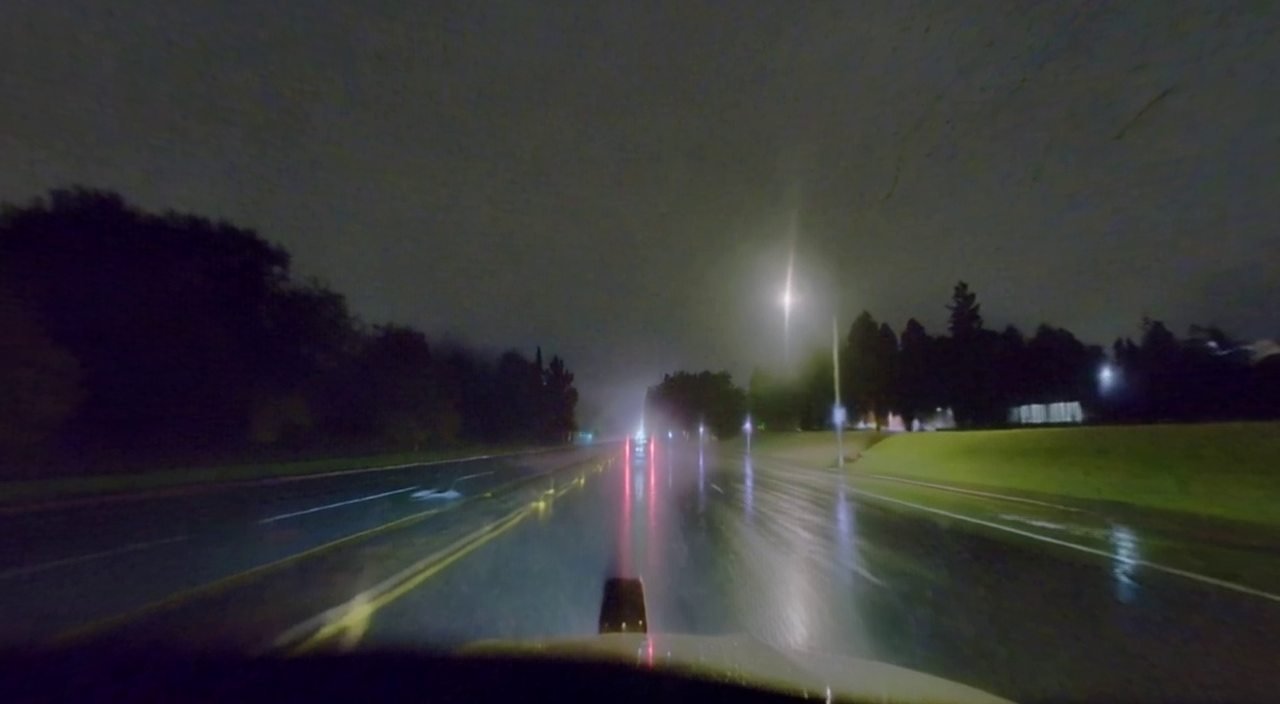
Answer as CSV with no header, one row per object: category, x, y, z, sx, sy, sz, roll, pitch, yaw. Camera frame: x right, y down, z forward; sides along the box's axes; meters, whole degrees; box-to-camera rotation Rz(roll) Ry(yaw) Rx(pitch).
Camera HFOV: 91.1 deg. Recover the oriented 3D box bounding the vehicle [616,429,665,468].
vehicle,0.049,4.695,30.710,2.256,1.734,4.176,0,-8,1
